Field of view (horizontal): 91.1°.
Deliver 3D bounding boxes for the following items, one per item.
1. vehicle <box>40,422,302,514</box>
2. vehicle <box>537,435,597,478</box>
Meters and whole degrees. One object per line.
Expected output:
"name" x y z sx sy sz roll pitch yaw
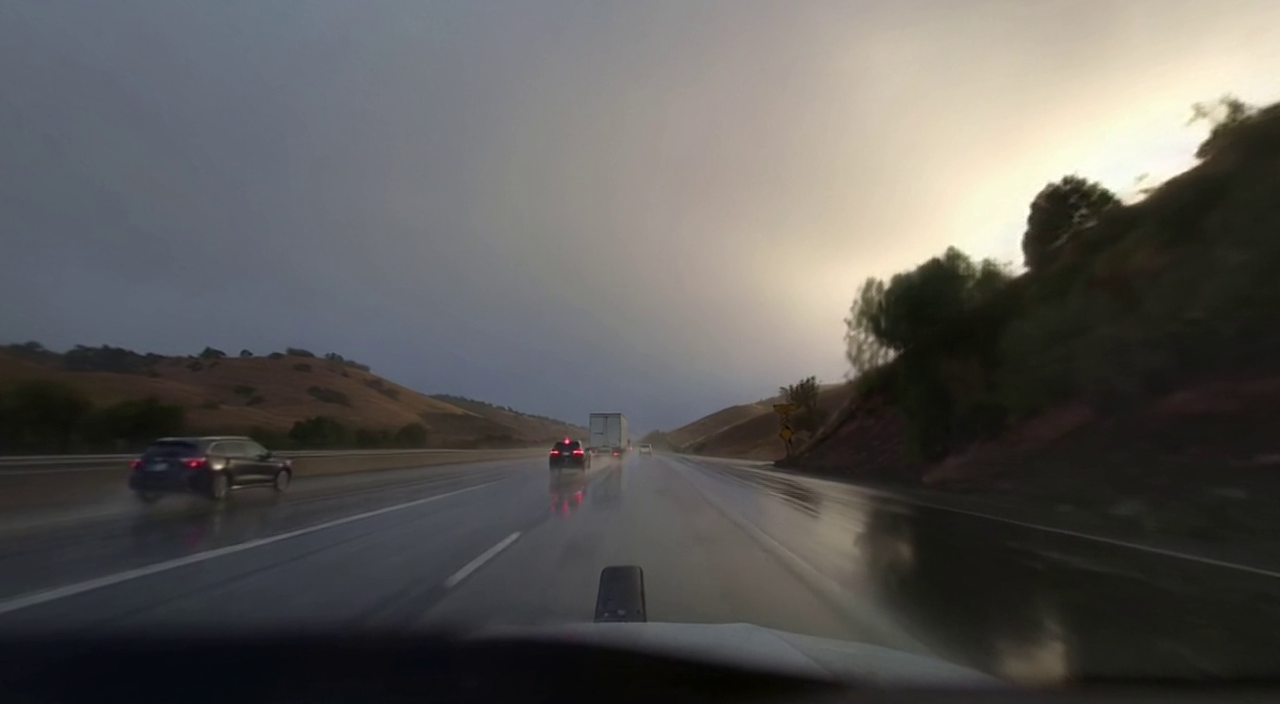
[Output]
"vehicle" -10.922 2.738 15.417 2.130 1.828 5.523 0 -8 0
"vehicle" -3.137 4.588 27.863 2.099 1.734 4.413 0 -8 0
